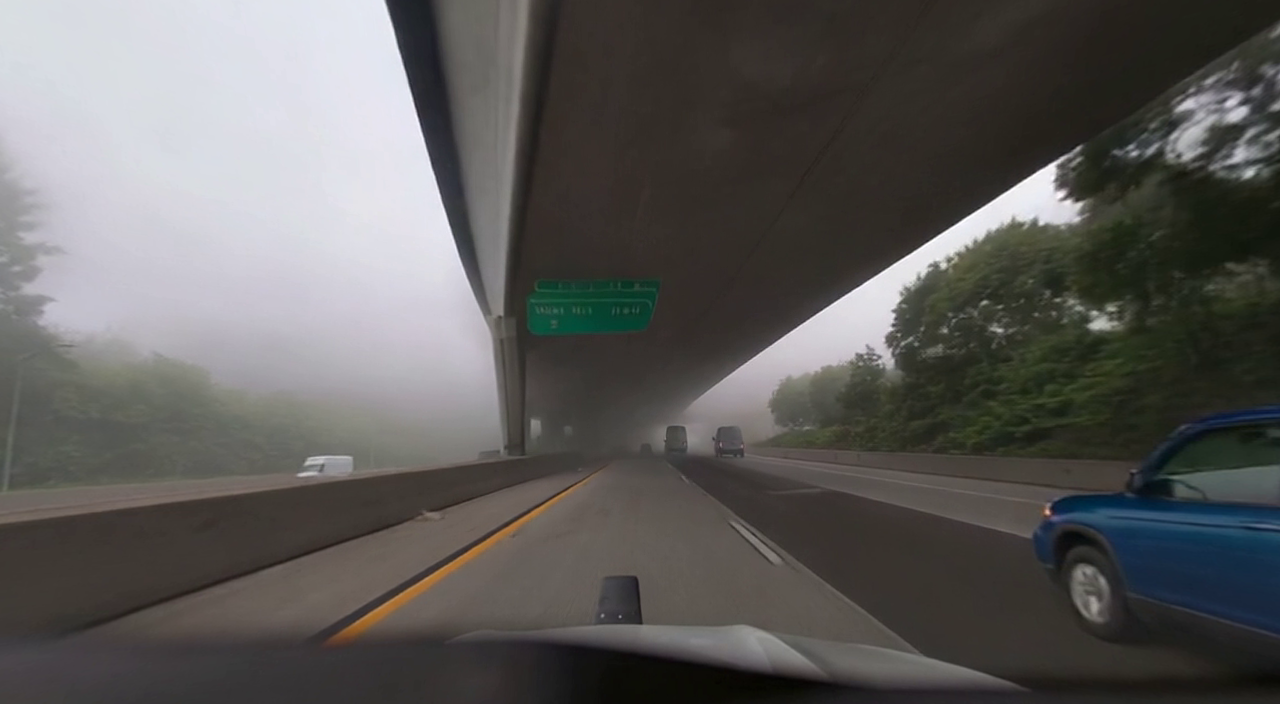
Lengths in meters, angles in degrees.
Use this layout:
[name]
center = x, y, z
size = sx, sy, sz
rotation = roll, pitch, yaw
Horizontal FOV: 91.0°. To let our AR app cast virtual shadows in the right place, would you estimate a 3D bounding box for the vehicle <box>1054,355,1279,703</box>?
[vehicle]
center = 4.038, 0.747, 2.139
size = 2.148, 1.691, 4.443
rotation = 0, -8, -1
